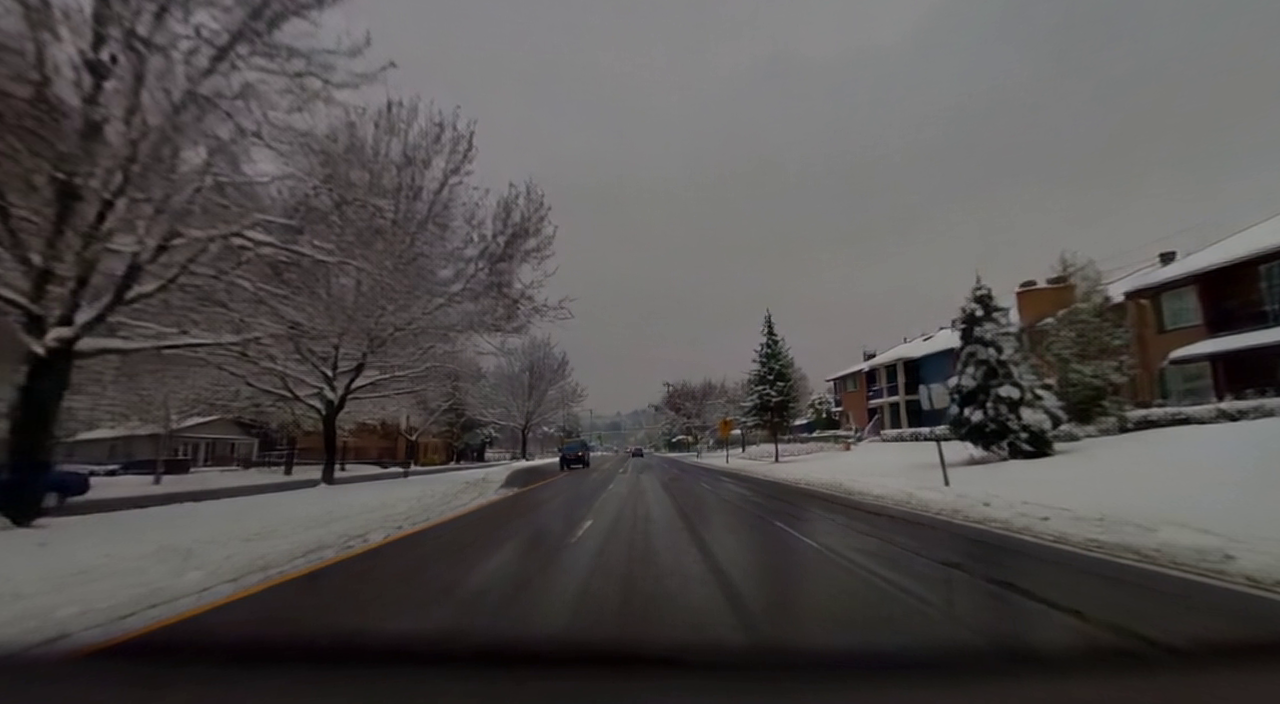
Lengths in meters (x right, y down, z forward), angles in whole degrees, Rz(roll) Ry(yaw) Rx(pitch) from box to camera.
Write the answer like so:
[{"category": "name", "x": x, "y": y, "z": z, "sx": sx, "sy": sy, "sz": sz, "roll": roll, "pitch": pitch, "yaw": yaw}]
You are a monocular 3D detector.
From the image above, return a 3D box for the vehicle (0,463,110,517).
[{"category": "vehicle", "x": -19.755, "y": 4.335, "z": 20.033, "sx": 1.863, "sy": 1.486, "sz": 4.500, "roll": 0, "pitch": -9, "yaw": 0}]
